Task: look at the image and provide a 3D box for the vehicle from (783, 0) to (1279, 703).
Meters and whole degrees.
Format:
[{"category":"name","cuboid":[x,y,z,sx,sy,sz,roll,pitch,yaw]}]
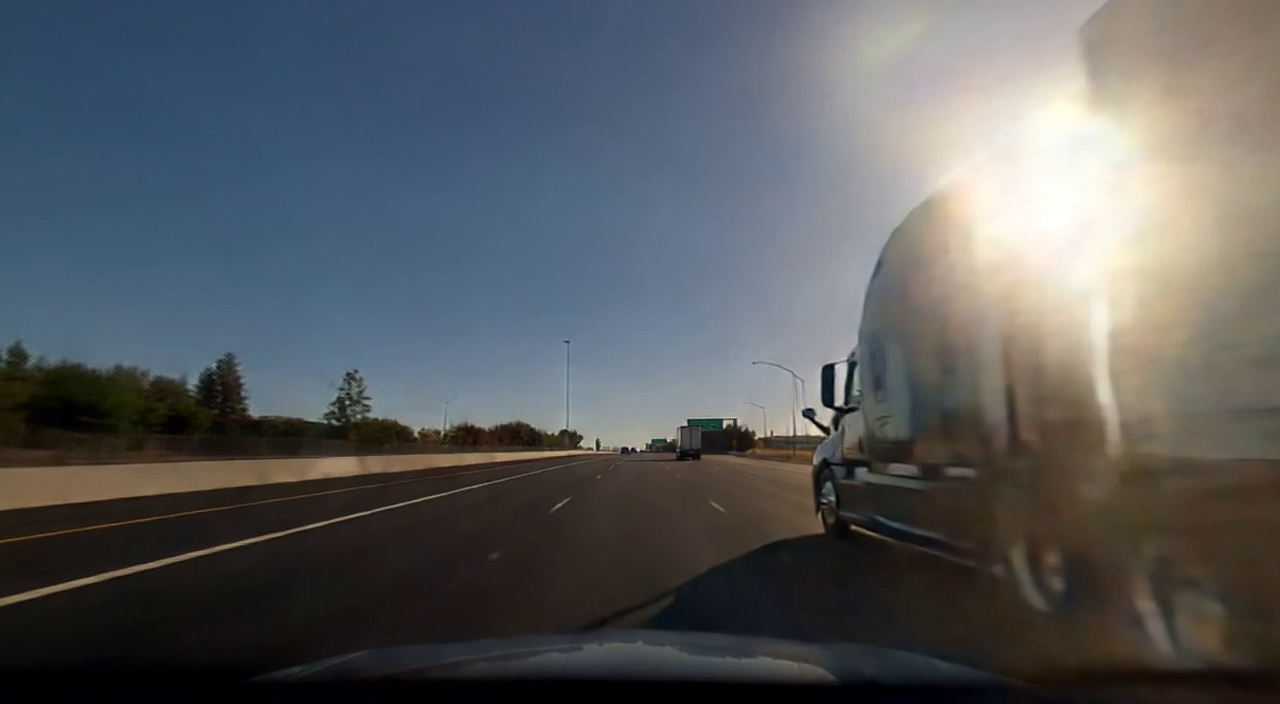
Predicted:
[{"category":"vehicle","cuboid":[3.562,0.114,5.186,2.998,3.820,8.356,0,-9,2]}]
